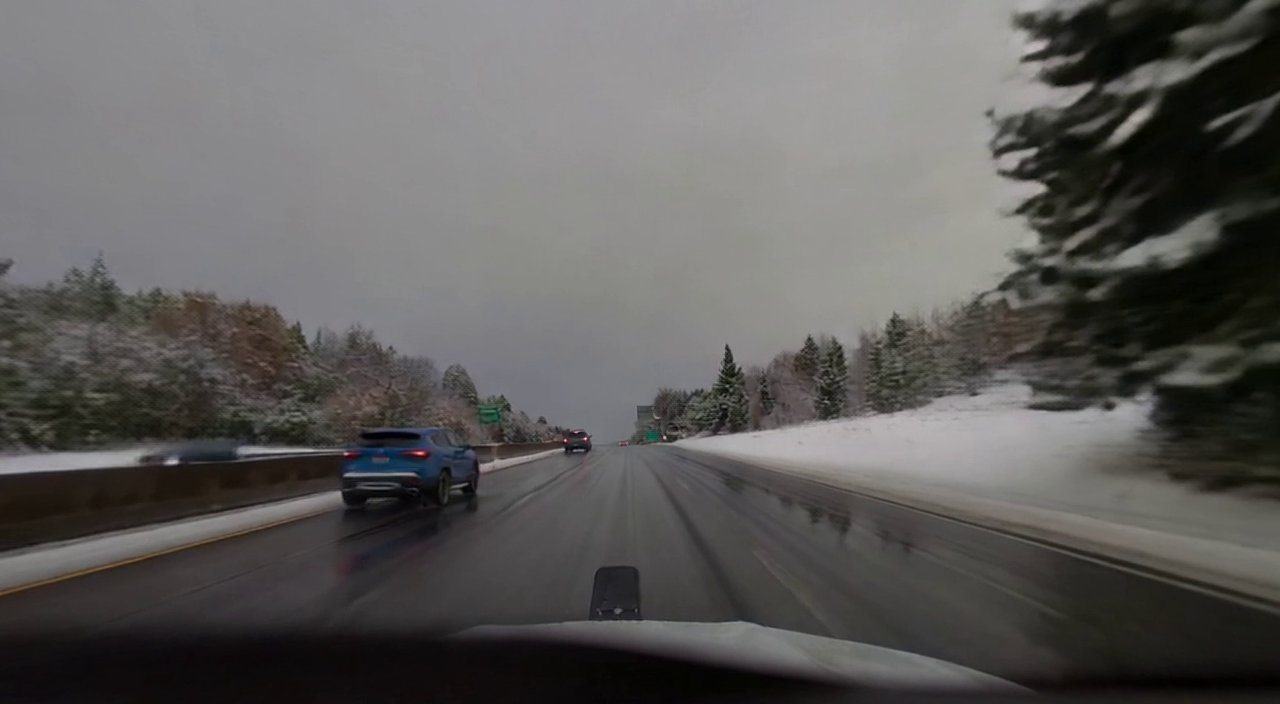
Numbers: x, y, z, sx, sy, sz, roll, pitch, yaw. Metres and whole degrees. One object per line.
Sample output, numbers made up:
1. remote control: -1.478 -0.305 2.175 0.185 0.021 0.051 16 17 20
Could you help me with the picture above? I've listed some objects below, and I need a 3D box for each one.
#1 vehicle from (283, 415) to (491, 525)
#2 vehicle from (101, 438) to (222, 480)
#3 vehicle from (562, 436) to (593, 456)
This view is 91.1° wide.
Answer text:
1. vehicle: -4.364 2.082 11.813 2.070 1.647 4.577 0 -8 -1
2. vehicle: -17.616 3.931 23.364 1.794 1.408 3.420 0 -8 -1
3. vehicle: -4.910 7.421 49.672 2.063 1.496 4.225 0 -8 -1
